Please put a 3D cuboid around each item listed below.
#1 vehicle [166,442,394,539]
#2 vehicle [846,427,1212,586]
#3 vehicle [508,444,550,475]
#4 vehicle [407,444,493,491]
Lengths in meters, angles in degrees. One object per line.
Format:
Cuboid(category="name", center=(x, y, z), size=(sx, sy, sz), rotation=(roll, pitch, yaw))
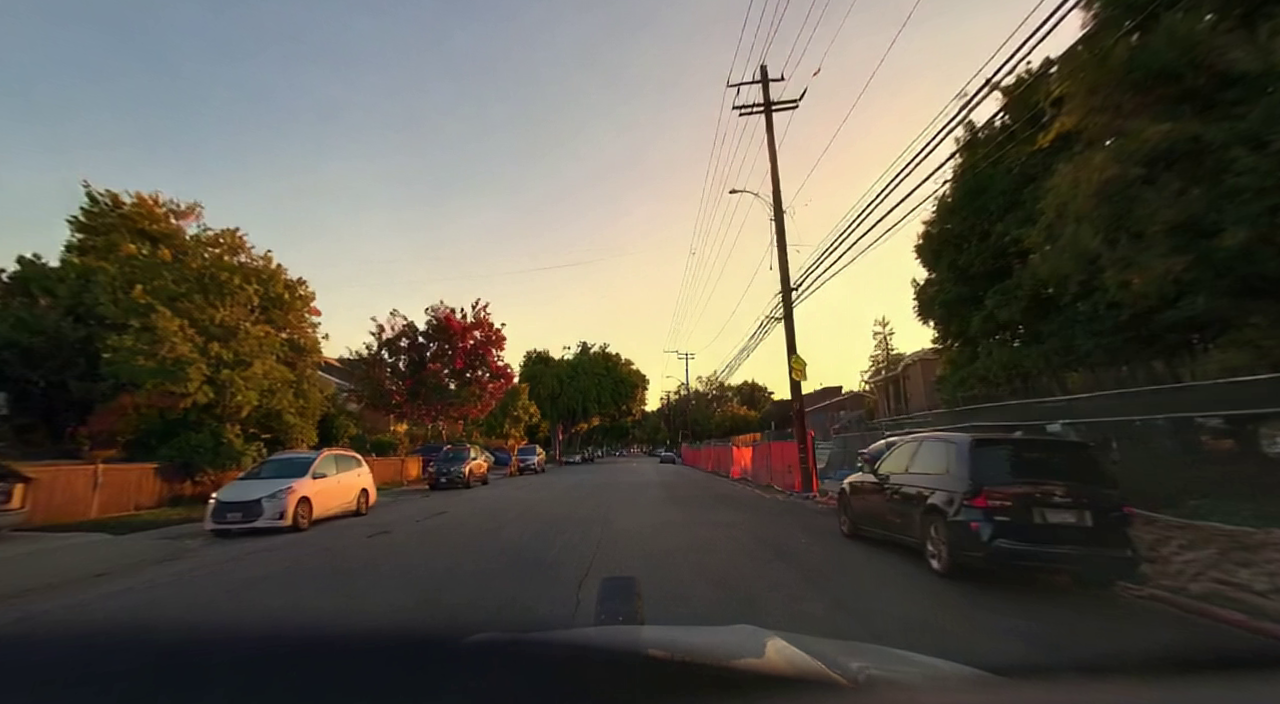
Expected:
Cuboid(category="vehicle", center=(-6.827, 2.664, 12.743), size=(1.934, 1.552, 4.636), rotation=(1, -9, -1))
Cuboid(category="vehicle", center=(4.515, 1.832, 8.450), size=(2.052, 1.514, 4.577), rotation=(0, -8, 1))
Cuboid(category="vehicle", center=(-6.710, 6.547, 38.565), size=(1.932, 1.743, 4.079), rotation=(-2, -9, -2))
Cuboid(category="vehicle", center=(-7.636, 4.651, 25.946), size=(2.019, 1.723, 4.650), rotation=(0, -8, 1))
